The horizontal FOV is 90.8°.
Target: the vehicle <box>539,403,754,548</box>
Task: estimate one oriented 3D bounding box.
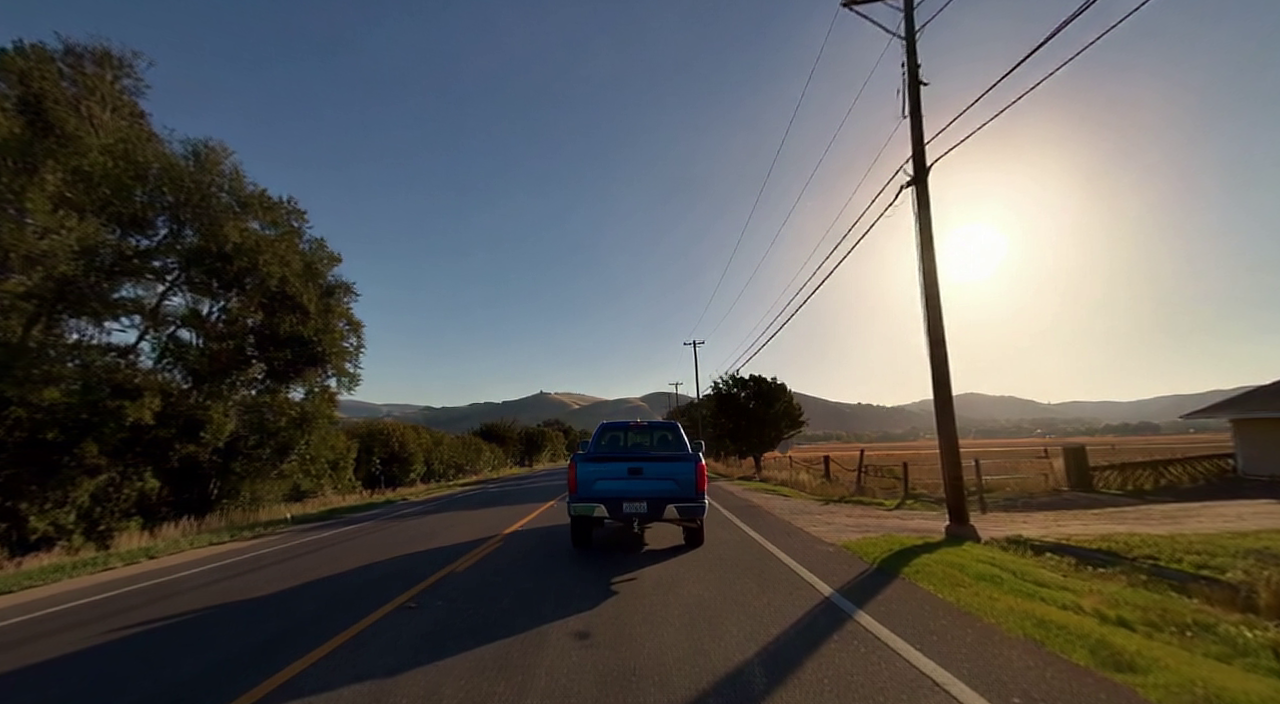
[{"bbox_3d":[0.052,2.039,11.212,2.774,1.861,5.885,0,-8,-1],"label":"vehicle"}]
